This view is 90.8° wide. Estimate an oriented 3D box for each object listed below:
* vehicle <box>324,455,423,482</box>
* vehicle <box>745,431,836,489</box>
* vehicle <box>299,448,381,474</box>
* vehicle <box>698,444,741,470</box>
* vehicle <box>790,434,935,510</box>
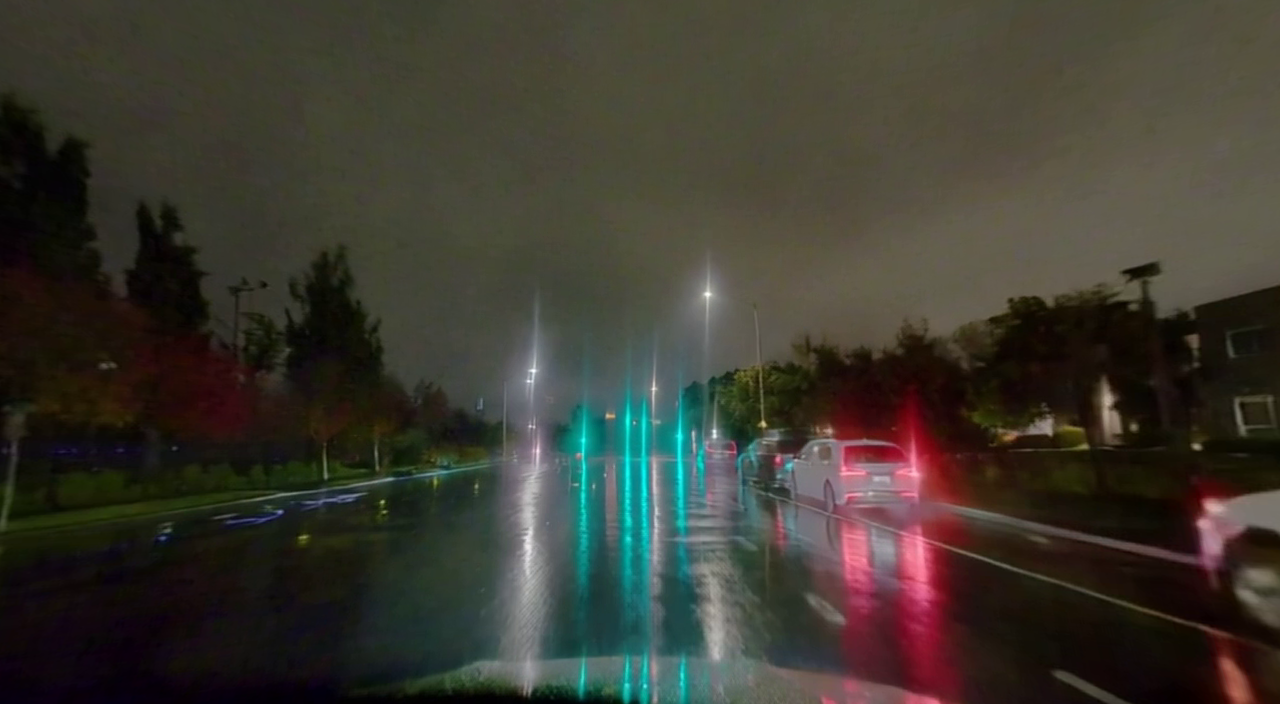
[{"bbox_3d":[-15.443,6.771,36.877,4.826,1.491,2.086,0,-8,-3],"label":"vehicle"},{"bbox_3d":[4.930,3.606,21.348,2.028,1.731,4.241,0,-8,0],"label":"vehicle"},{"bbox_3d":[-22.954,8.314,48.382,5.368,1.867,2.307,5,-10,-29],"label":"vehicle"},{"bbox_3d":[4.645,6.171,37.500,1.935,1.433,4.241,0,-8,-1],"label":"vehicle"},{"bbox_3d":[5.046,2.755,14.946,1.837,1.532,3.886,0,-8,-3],"label":"vehicle"}]
